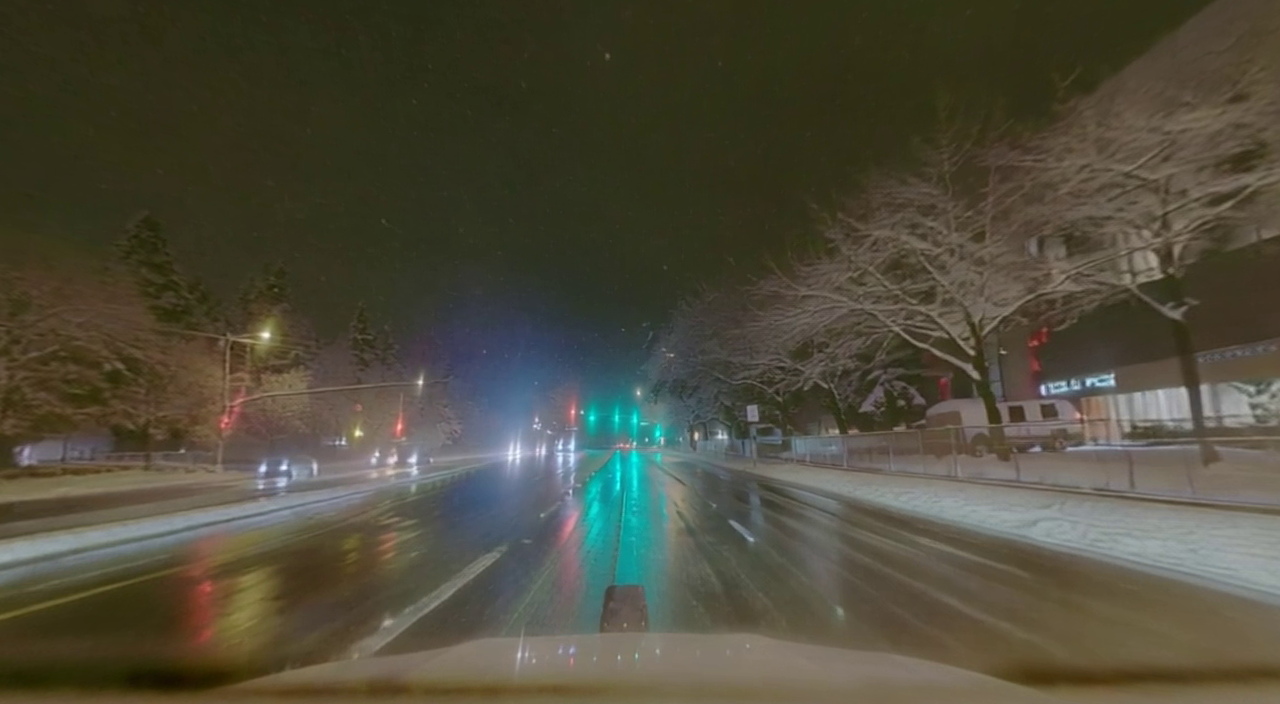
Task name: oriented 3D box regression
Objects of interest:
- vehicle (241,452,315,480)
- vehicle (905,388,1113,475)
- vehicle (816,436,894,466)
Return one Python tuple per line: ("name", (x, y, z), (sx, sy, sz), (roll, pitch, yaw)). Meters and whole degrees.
("vehicle", (-20.909, 6.575, 36.598), (1.794, 1.463, 4.332), (0, -8, -1))
("vehicle", (15.498, 3.394, 26.930), (6.641, 3.391, 3.387), (0, -9, -3))
("vehicle", (12.284, 5.651, 36.309), (1.948, 1.466, 4.520), (-1, -7, -16))
